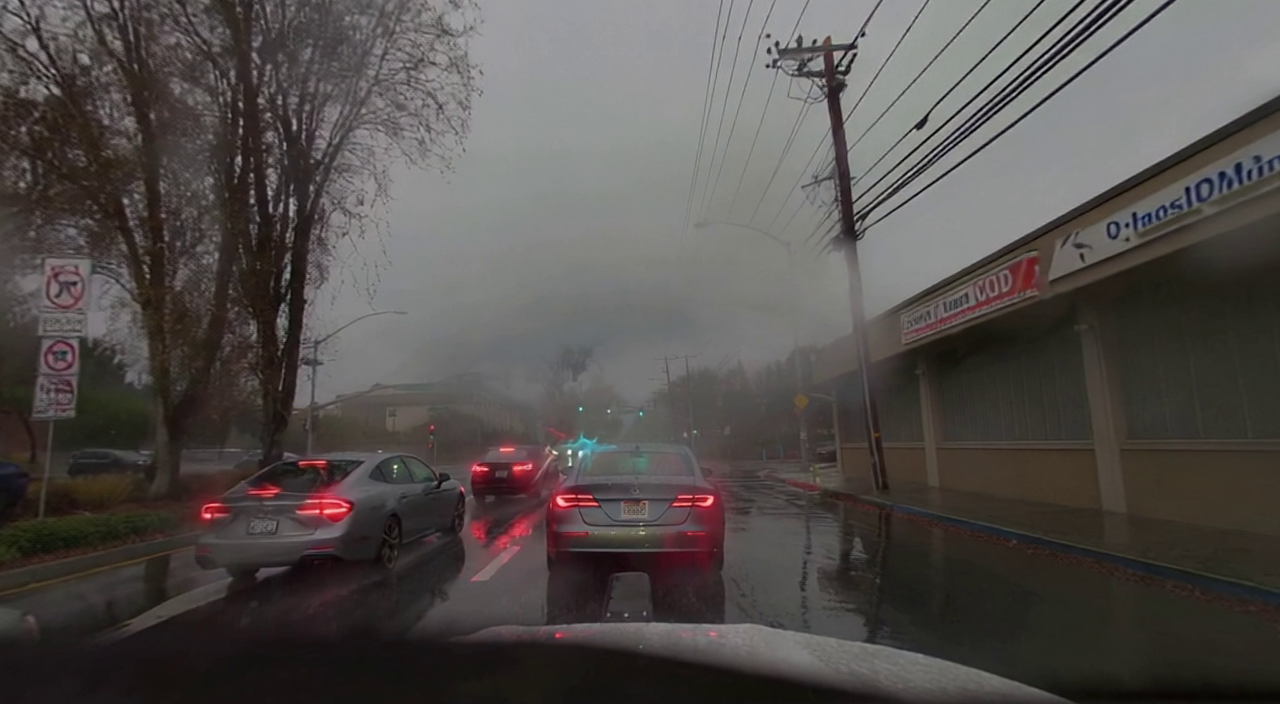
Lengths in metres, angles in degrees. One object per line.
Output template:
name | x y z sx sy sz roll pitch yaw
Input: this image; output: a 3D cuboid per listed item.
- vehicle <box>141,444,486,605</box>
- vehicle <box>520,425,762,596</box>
vehicle | -3.226 1.741 7.317 1.765 1.319 4.013 0 -9 2
vehicle | -0.001 1.684 7.530 2.101 1.469 3.955 0 -9 0
